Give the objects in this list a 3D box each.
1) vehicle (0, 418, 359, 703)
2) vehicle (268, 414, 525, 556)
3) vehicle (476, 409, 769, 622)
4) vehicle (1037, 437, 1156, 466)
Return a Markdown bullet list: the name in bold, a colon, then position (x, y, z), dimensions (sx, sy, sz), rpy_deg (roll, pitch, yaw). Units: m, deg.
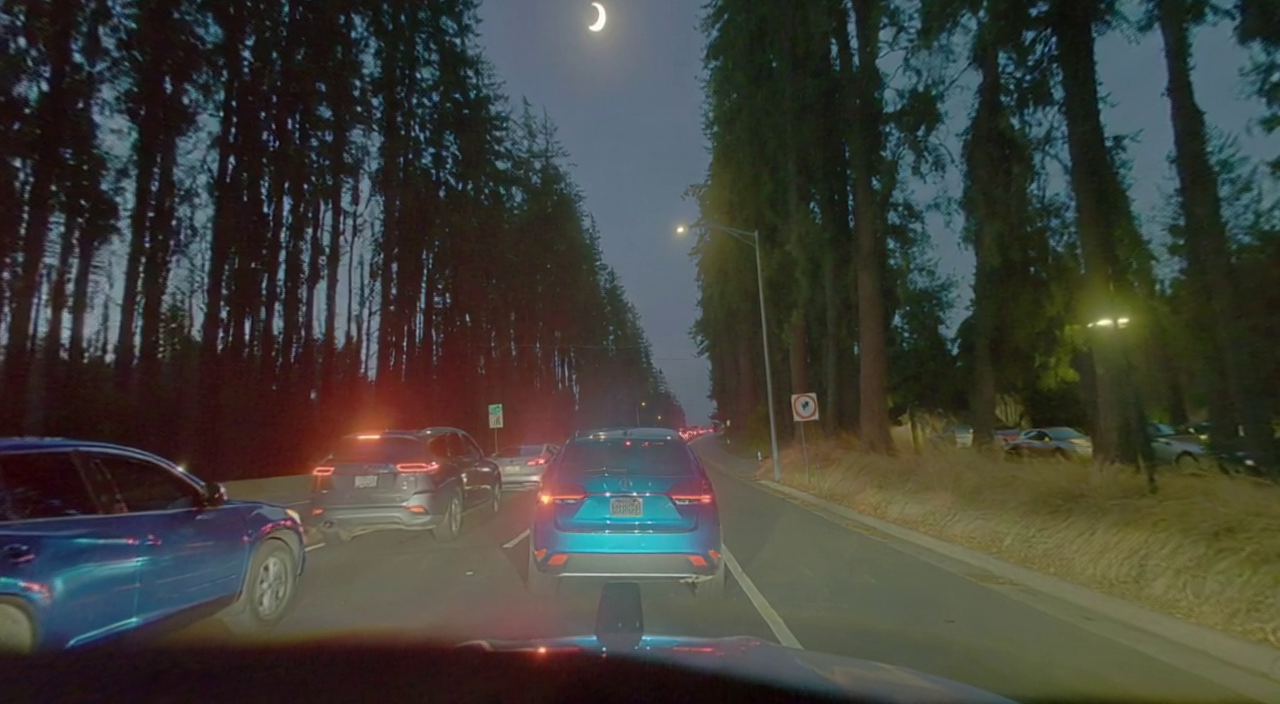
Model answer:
- **vehicle**: position (-3.653, 1.161, 3.624), dimensions (1.922, 1.464, 4.424), rpy_deg (0, -8, 2)
- **vehicle**: position (-3.470, 2.001, 10.256), dimensions (2.188, 1.745, 4.618), rpy_deg (0, -8, 2)
- **vehicle**: position (-0.035, 1.525, 6.832), dimensions (2.229, 1.591, 3.897), rpy_deg (-1, -8, 3)
- **vehicle**: position (28.483, 6.204, 39.489), dimensions (5.955, 1.702, 2.166), rpy_deg (1, -8, -6)
